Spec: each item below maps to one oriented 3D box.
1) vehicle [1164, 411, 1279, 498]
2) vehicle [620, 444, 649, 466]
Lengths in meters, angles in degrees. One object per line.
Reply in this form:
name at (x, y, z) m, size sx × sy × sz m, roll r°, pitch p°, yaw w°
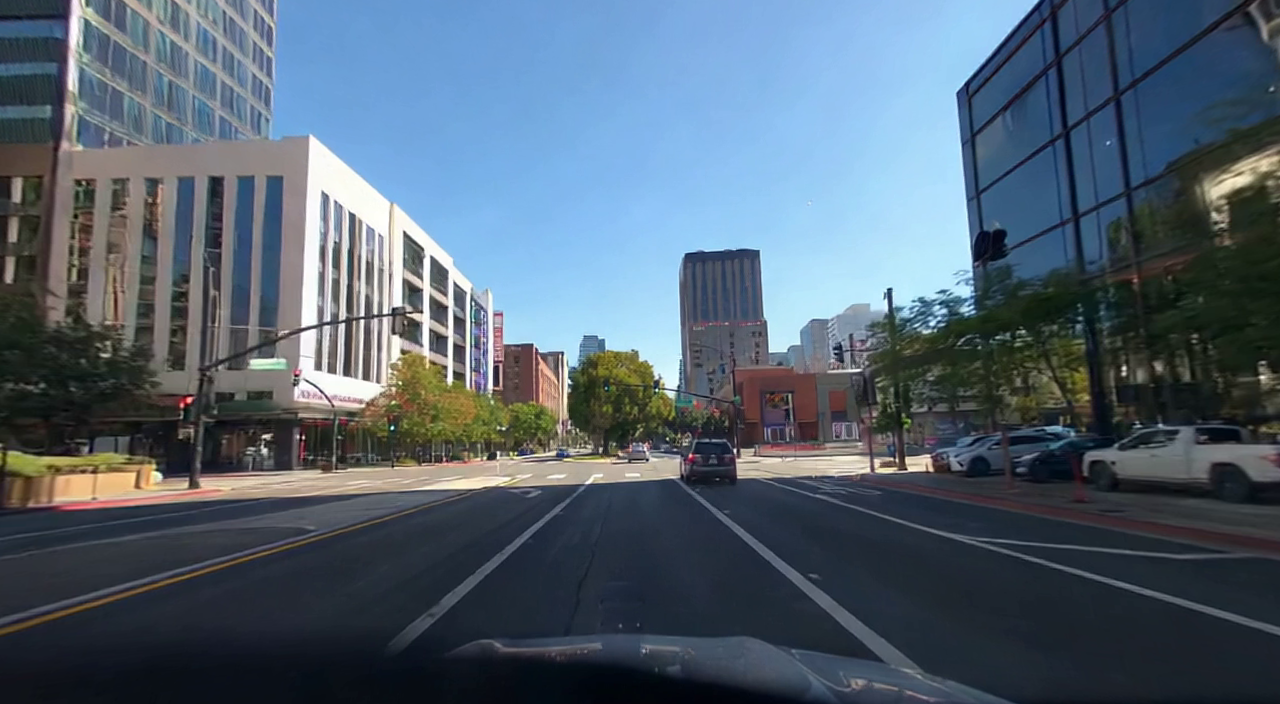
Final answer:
vehicle at (13.817, 1.980, 12.292) m, size 5.008 × 1.603 × 2.082 m, roll -3°, pitch -9°, yaw 17°
vehicle at (-0.422, 7.575, 46.526) m, size 2.045 × 1.510 × 3.690 m, roll 0°, pitch -9°, yaw -1°
